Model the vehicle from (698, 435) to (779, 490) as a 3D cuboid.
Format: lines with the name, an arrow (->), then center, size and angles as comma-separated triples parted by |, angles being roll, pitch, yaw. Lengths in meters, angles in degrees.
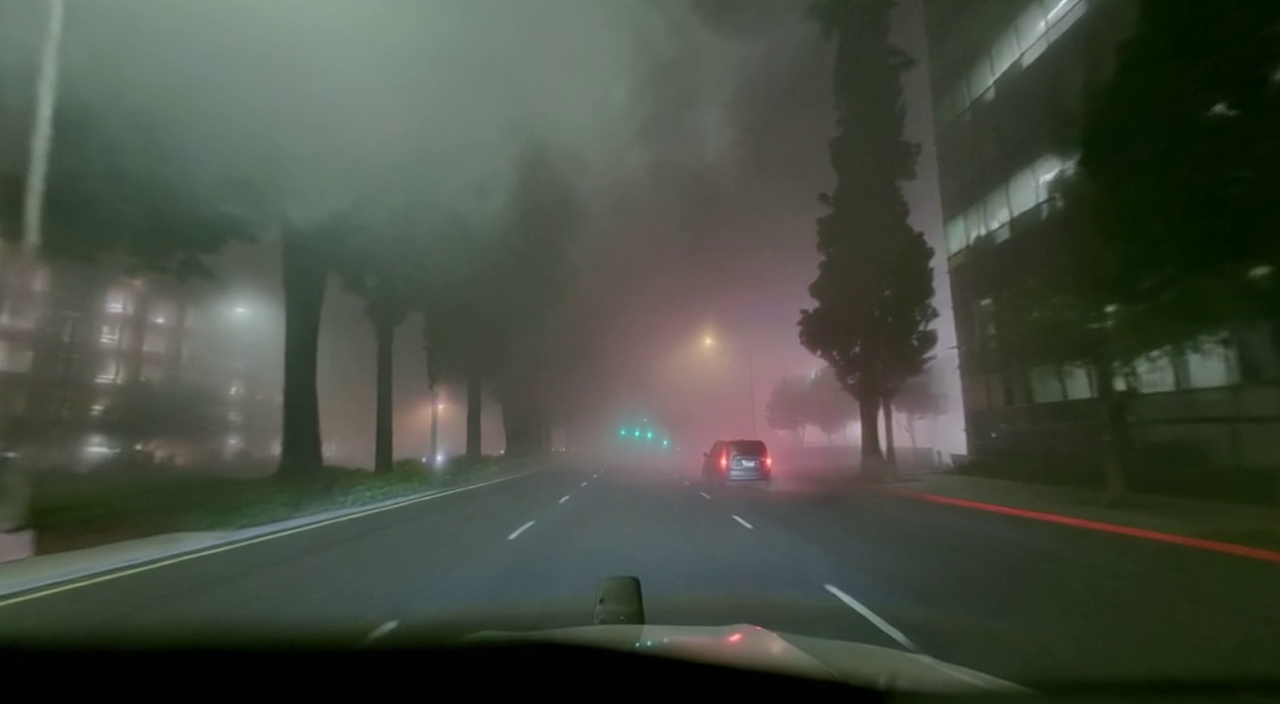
vehicle -> 3.408, 3.925, 22.731 | 2.083, 1.743, 4.354 | 0, -9, -2
